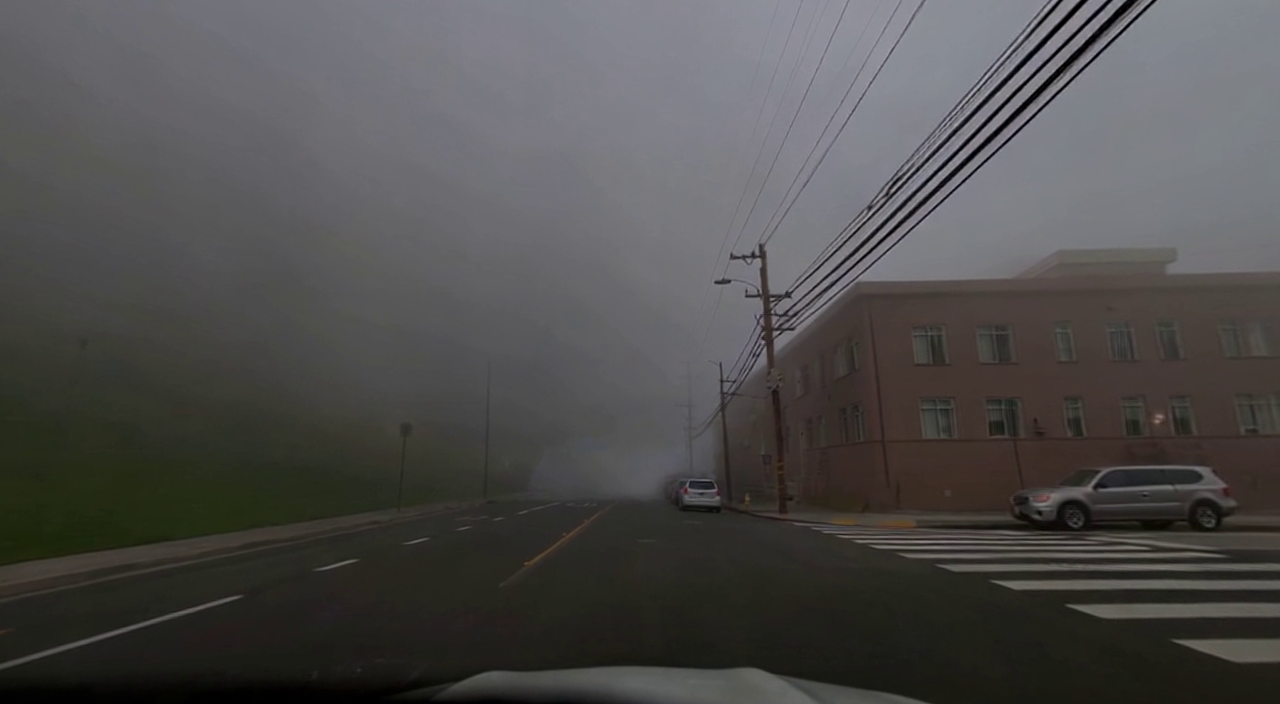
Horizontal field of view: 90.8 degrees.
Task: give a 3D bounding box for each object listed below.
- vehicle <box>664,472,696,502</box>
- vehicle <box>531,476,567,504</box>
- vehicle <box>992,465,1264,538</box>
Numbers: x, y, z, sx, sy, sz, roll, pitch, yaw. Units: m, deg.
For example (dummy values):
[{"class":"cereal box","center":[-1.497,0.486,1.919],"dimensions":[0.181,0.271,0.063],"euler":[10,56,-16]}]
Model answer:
[{"class":"vehicle","center":[2.857,9.761,45.924],"dimensions":[1.953,1.774,5.008],"euler":[0,-8,-1]},{"class":"vehicle","center":[-6.627,10.105,46.461],"dimensions":[1.913,1.682,4.365],"euler":[0,-8,0]},{"class":"vehicle","center":[11.456,3.510,15.119],"dimensions":[4.771,1.492,2.107],"euler":[0,-8,-2]}]
